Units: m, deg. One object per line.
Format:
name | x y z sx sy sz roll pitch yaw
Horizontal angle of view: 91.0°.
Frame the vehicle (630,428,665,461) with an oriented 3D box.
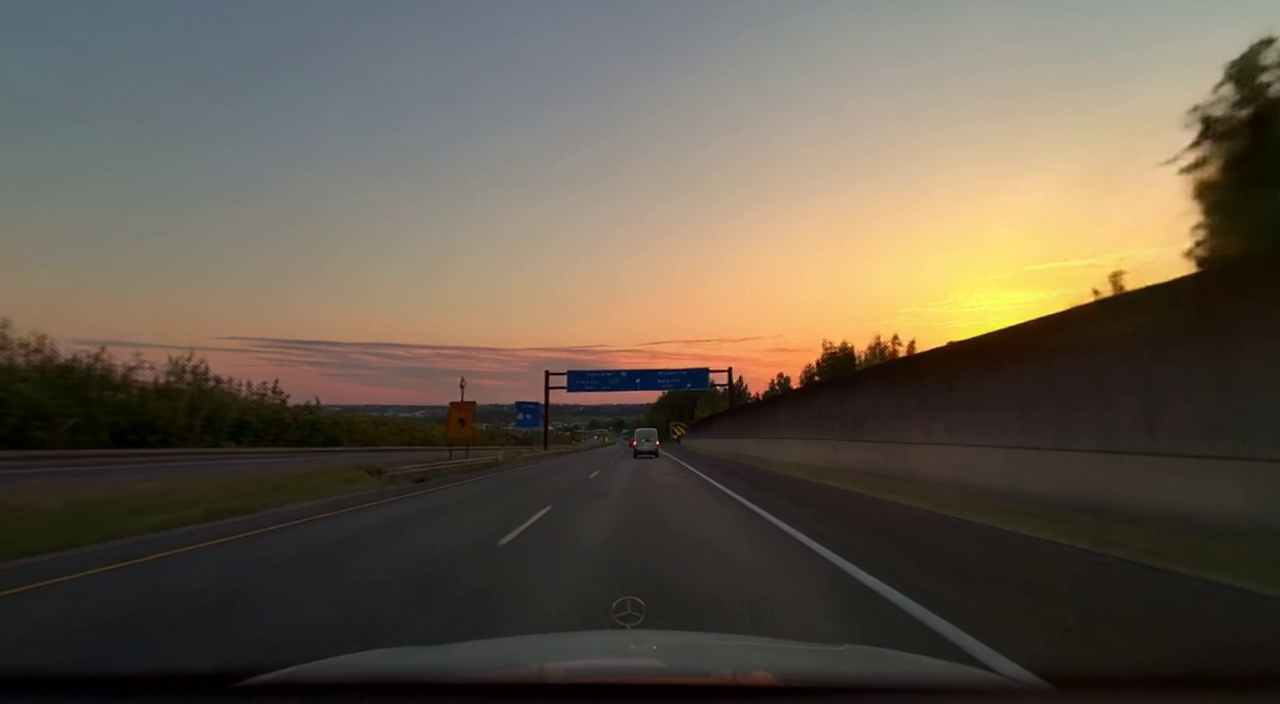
vehicle | 0.535 6.398 43.465 2.277 2.109 4.922 0 -8 1
